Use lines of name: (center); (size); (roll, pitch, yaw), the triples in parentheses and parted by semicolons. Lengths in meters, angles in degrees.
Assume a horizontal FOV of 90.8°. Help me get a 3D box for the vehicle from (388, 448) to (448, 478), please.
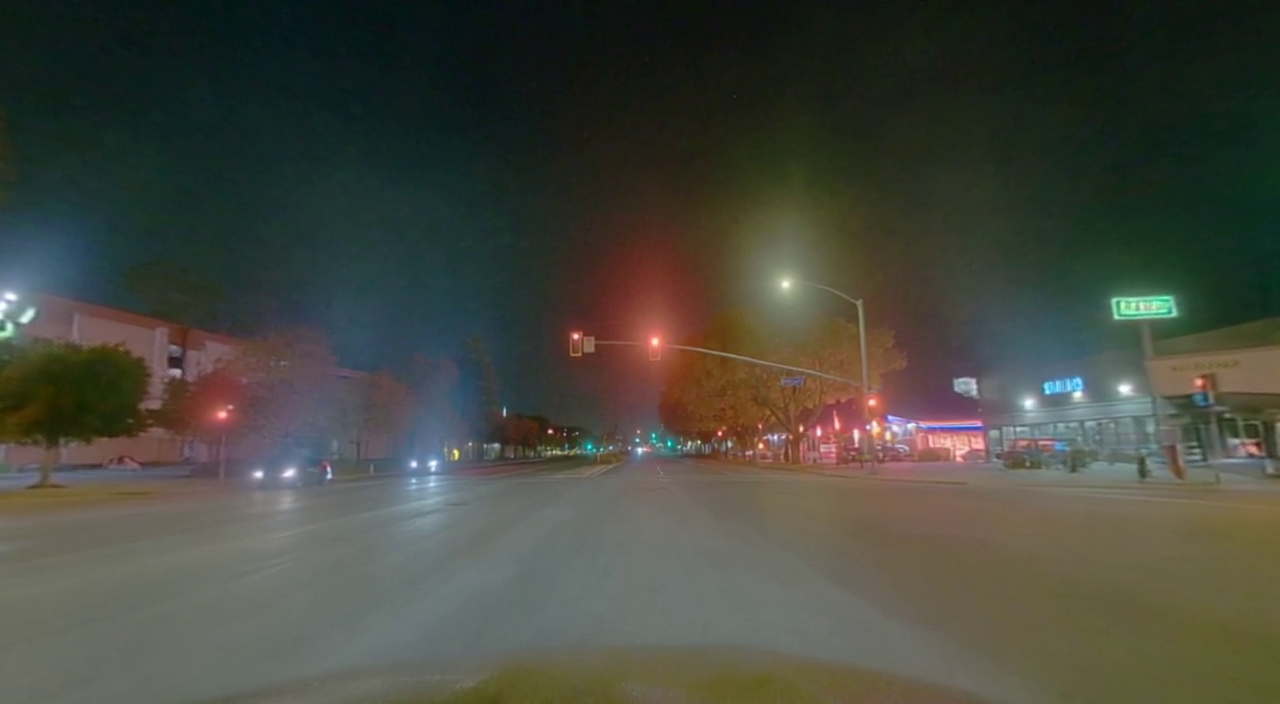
vehicle: (-12.985, 6.480, 37.181); (1.892, 1.639, 4.311); (0, -9, 1)

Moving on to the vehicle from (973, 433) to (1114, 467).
vehicle: (20.881, 5.098, 32.917); (5.587, 1.689, 2.605); (0, -9, -3)

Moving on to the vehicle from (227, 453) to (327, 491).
vehicle: (-16.634, 5.490, 29.247); (1.924, 1.557, 4.357); (0, -9, 1)
